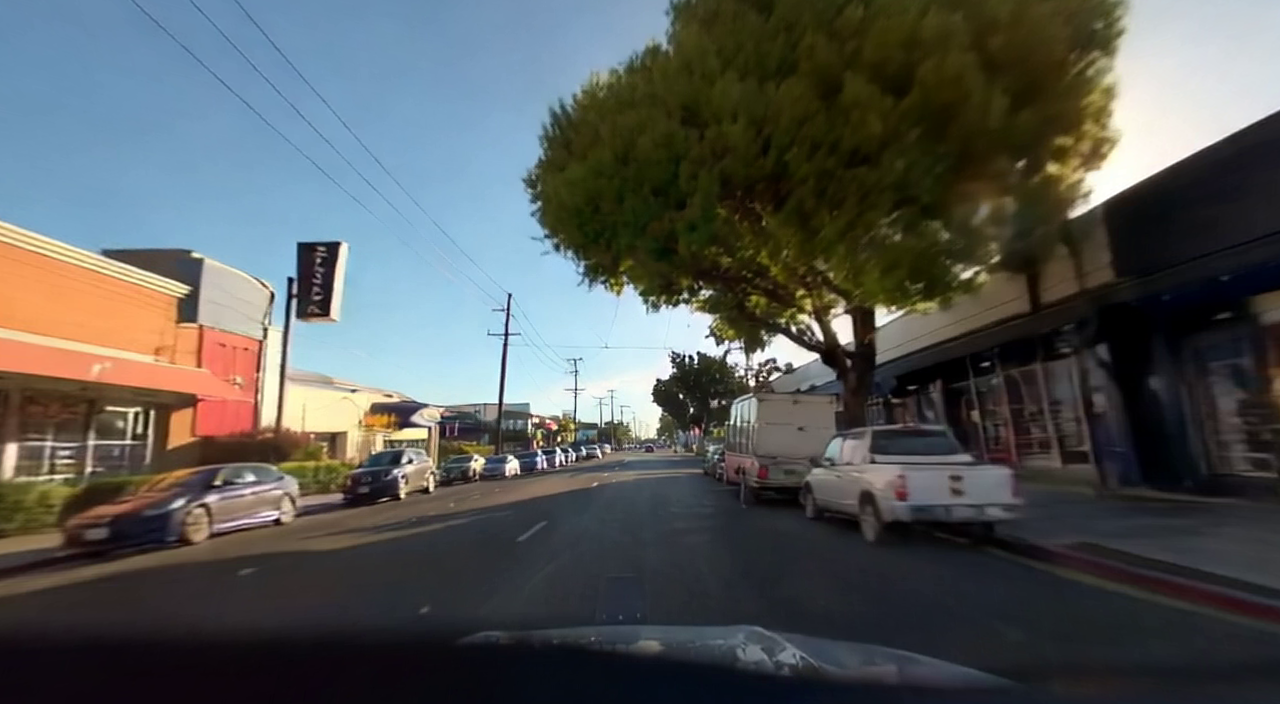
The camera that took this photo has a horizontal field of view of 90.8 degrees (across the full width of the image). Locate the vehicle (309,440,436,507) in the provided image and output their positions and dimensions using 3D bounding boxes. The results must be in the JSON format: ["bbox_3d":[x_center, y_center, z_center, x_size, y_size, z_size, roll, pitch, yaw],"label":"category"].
[{"bbox_3d":[-7.686,3.498,18.662,1.882,1.639,4.187,-3,-8,1],"label":"vehicle"}]

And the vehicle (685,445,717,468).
[{"bbox_3d":[4.377,7.534,45.857,1.990,1.521,4.693,-1,-8,2],"label":"vehicle"}]

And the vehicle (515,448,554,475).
[{"bbox_3d":[-7.131,7.411,42.864,1.787,1.543,4.052,-4,-7,2],"label":"vehicle"}]

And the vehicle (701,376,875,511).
[{"bbox_3d":[4.034,2.735,19.783,3.011,3.127,8.608,-3,-7,-2],"label":"vehicle"}]

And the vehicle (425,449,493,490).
[{"bbox_3d":[-7.556,4.902,26.640,1.678,1.468,3.706,-4,-8,1],"label":"vehicle"}]

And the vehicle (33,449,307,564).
[{"bbox_3d":[-7.830,2.524,11.135,1.704,1.464,4.089,-3,-8,0],"label":"vehicle"}]

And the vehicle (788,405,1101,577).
[{"bbox_3d":[3.778,1.817,9.165,2.097,1.784,4.915,0,-8,0],"label":"vehicle"}]
